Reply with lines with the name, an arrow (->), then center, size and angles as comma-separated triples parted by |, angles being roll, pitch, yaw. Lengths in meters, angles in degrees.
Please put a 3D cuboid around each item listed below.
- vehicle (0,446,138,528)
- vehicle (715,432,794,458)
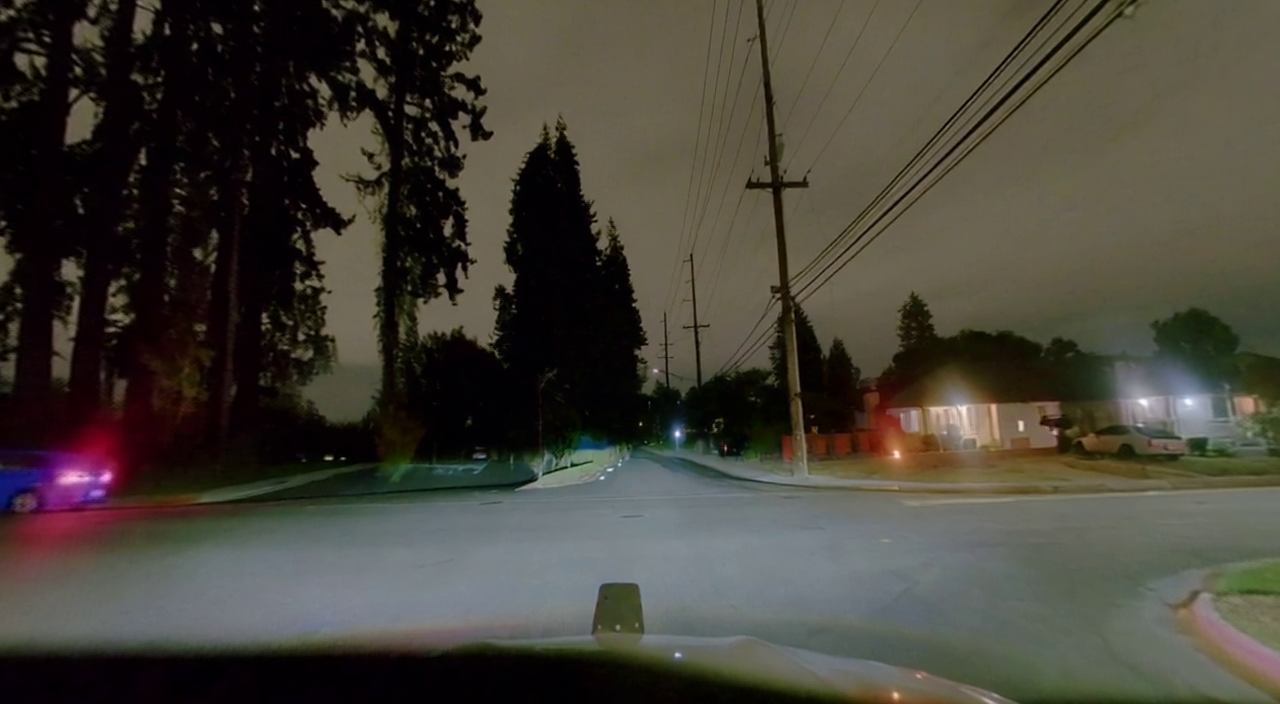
vehicle -> -13.836, 2.824, 13.446 | 4.396, 1.596, 1.988 | 2, -8, -14
vehicle -> 7.491, 6.107, 41.674 | 4.784, 1.647, 1.947 | 0, -8, -5
